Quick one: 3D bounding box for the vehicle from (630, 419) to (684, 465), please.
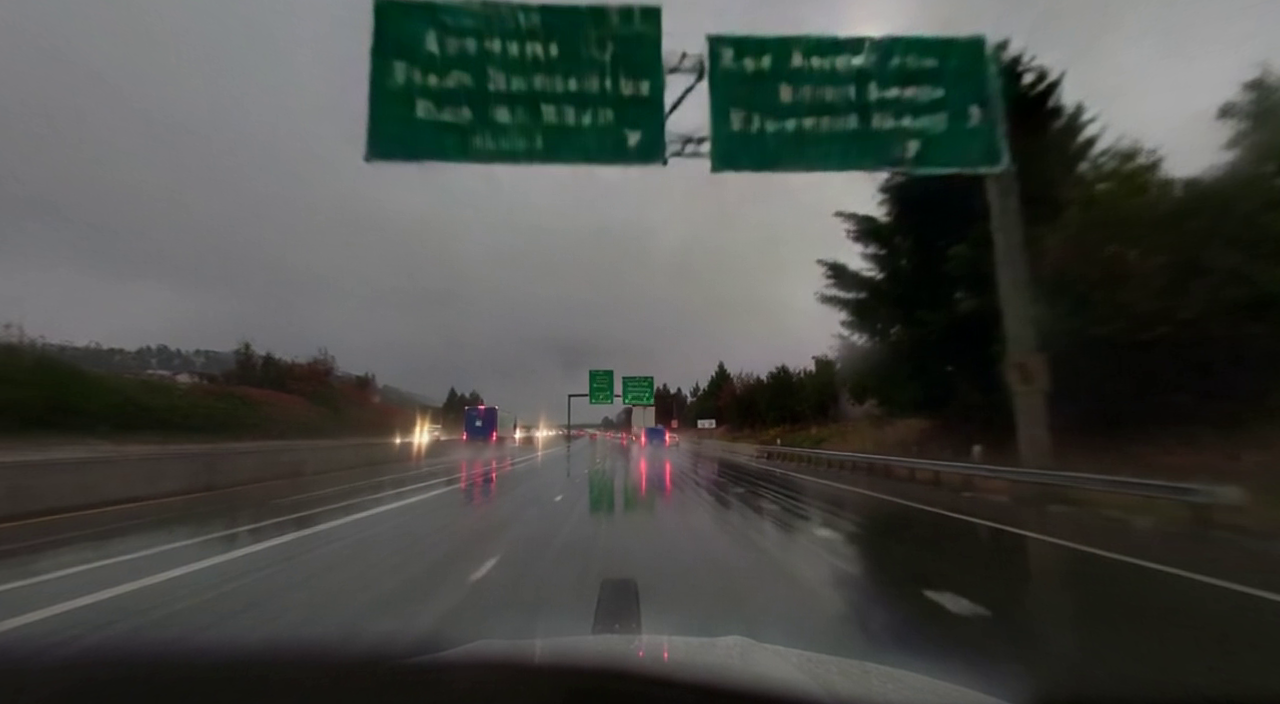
[{"bbox_3d":[0.682,4.042,28.541,2.076,1.914,4.287,0,-8,-3],"label":"vehicle"}]
